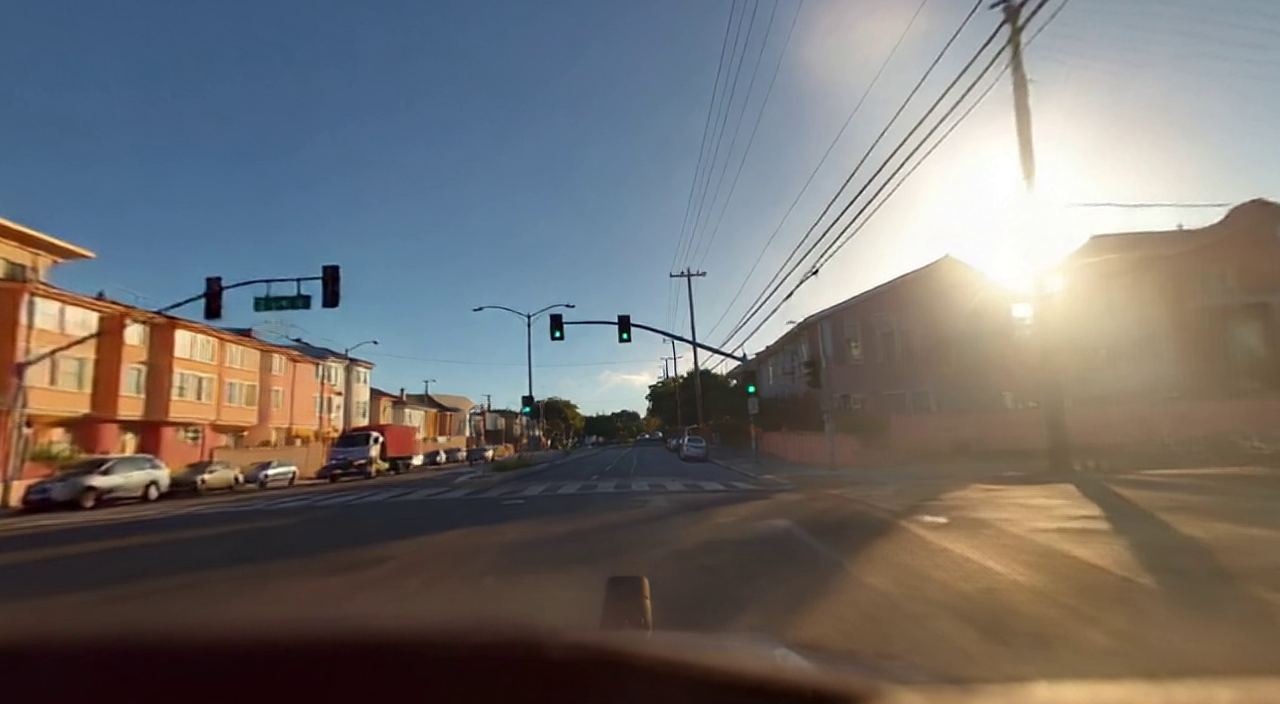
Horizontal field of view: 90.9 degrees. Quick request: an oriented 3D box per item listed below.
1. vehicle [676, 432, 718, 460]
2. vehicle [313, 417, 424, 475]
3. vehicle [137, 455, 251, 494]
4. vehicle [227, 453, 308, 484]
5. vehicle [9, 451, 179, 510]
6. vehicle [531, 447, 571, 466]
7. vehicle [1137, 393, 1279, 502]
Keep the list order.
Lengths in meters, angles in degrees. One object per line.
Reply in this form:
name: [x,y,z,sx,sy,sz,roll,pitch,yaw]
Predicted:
vehicle: [3.142,5.330,35.714,1.986,1.491,4.500,0,-9,0]
vehicle: [-16.057,5.701,38.132,2.979,3.071,7.978,-1,-9,1]
vehicle: [-19.261,5.290,27.526,1.751,1.487,4.514,0,-9,-1]
vehicle: [-19.127,5.985,32.548,1.672,1.428,4.062,0,-9,0]
vehicle: [-19.320,4.497,22.653,2.071,1.840,4.528,0,-9,-1]
vehicle: [-5.901,6.915,41.968,1.925,1.016,2.951,-3,-6,6]
vehicle: [11.956,1.520,10.912,4.816,1.501,2.296,-2,-1,1]
